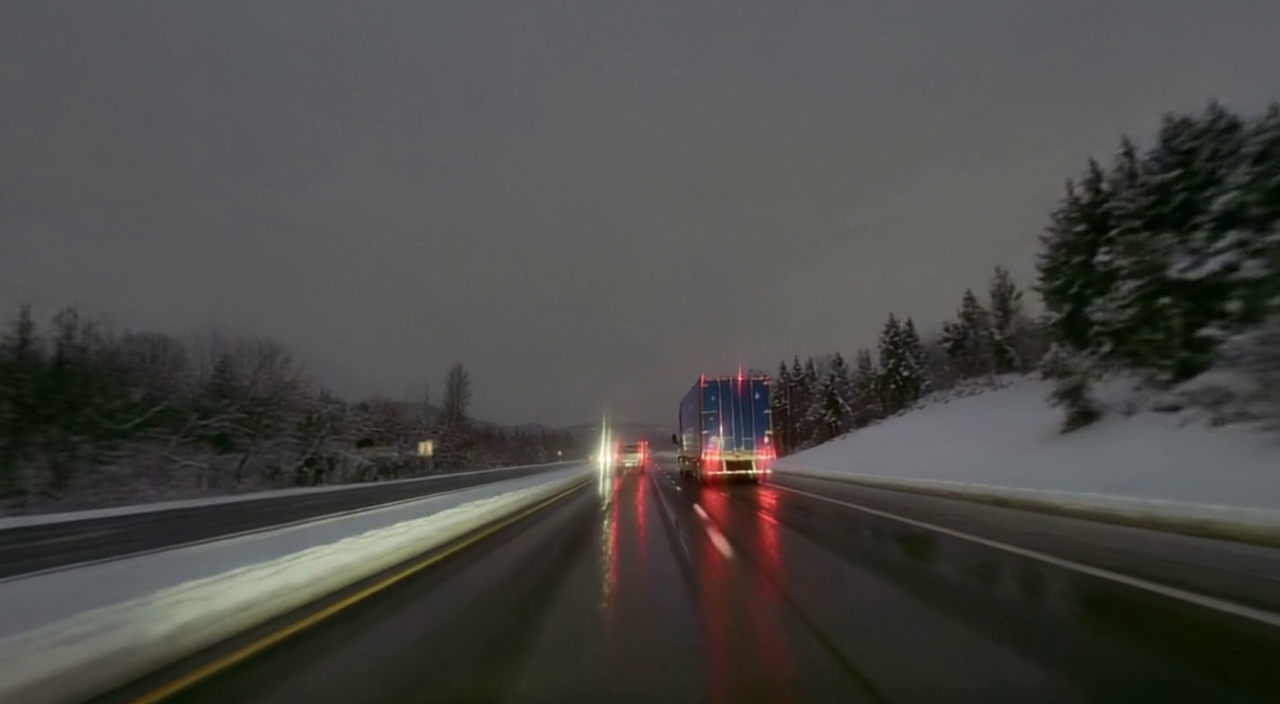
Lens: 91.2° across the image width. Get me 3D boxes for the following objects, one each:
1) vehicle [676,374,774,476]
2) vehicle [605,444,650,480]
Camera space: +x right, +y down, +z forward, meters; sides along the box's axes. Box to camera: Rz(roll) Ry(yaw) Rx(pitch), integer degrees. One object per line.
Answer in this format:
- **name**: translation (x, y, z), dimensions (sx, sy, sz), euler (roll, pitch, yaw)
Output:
- **vehicle**: translation (3.958, 4.155, 33.433), dimensions (3.167, 4.180, 14.924), euler (1, -9, 0)
- **vehicle**: translation (-0.572, 5.585, 32.092), dimensions (2.160, 1.691, 4.243), euler (0, -9, 1)
